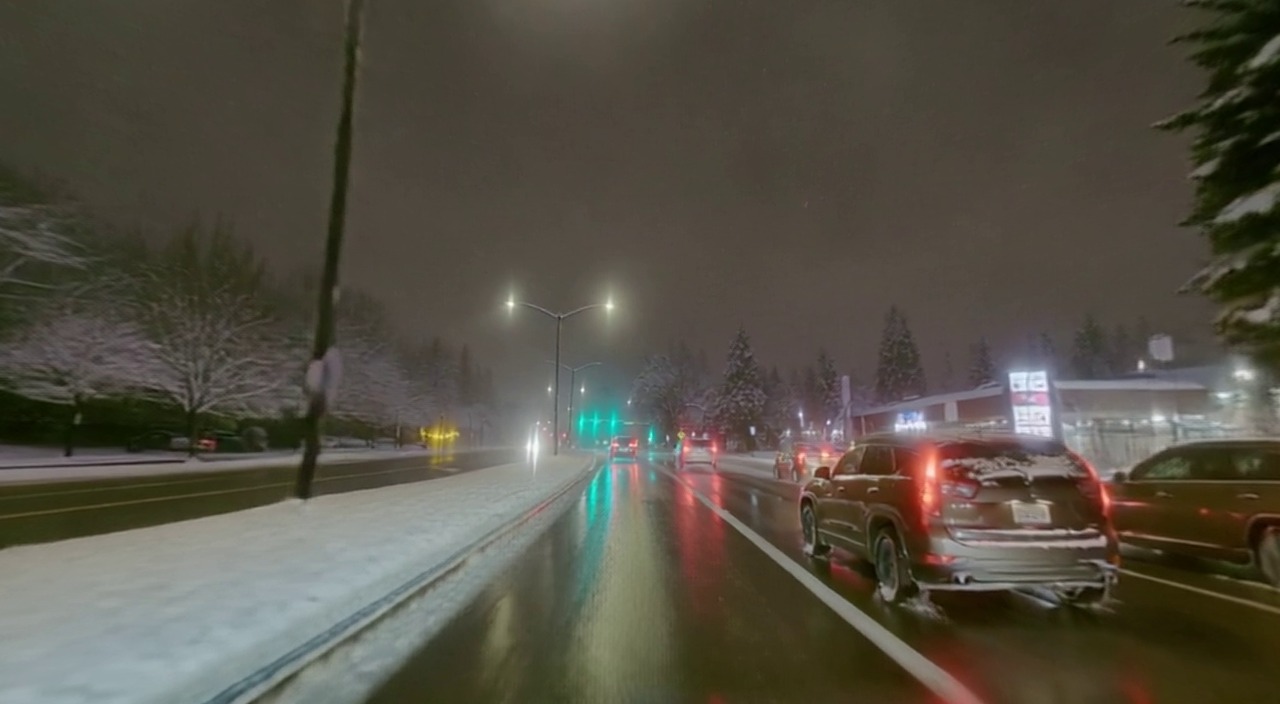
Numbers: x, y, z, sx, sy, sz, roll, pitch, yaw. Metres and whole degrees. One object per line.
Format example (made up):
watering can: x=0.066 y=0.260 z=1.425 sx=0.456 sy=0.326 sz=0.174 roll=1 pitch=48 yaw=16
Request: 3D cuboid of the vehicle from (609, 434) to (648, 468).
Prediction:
vehicle: x=-0.750 y=5.738 z=36.542 sx=2.051 sy=1.798 sz=4.168 roll=1 pitch=-9 yaw=-4

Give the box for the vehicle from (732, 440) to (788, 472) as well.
vehicle: x=6.380 y=5.590 z=34.016 sx=1.954 sy=1.606 sz=4.423 roll=1 pitch=-8 yaw=-3

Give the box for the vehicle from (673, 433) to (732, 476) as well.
vehicle: x=2.719 y=4.594 z=28.359 sx=2.000 sy=1.745 sz=4.206 roll=1 pitch=-9 yaw=-3

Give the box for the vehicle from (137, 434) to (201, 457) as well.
vehicle: x=-30.980 y=6.155 z=41.542 sx=1.744 sy=1.433 sz=3.823 roll=1 pitch=-9 yaw=-10

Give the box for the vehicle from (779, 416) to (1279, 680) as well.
vehicle: x=2.754 y=1.413 z=5.708 sx=1.883 sy=1.452 sz=4.258 roll=0 pitch=-9 yaw=-2
